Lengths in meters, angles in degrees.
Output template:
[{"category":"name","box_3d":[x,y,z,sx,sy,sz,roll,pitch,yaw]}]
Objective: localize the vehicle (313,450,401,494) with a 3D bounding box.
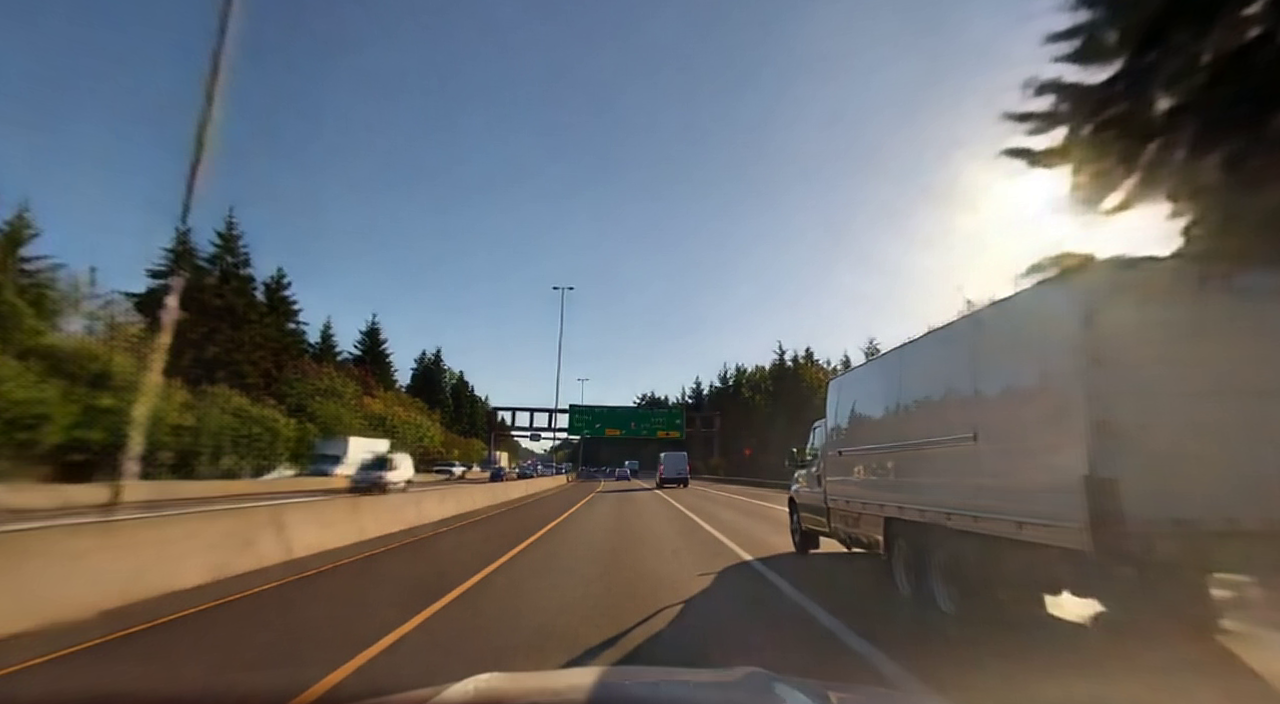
[{"category":"vehicle","box_3d":[-14.441,6.193,32.511,2.166,2.013,5.189,1,-10,-1]}]

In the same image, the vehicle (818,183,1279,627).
[{"category":"vehicle","box_3d":[7.198,1.708,12.698,2.866,4.102,14.351,1,-10,-1]}]

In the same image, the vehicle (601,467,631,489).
[{"category":"vehicle","box_3d":[-1.752,9.246,46.201,2.106,1.524,4.381,1,-10,-2]}]

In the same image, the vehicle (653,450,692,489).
[{"category":"vehicle","box_3d":[2.365,8.718,46.722,2.291,2.639,5.280,1,-10,-3]}]
